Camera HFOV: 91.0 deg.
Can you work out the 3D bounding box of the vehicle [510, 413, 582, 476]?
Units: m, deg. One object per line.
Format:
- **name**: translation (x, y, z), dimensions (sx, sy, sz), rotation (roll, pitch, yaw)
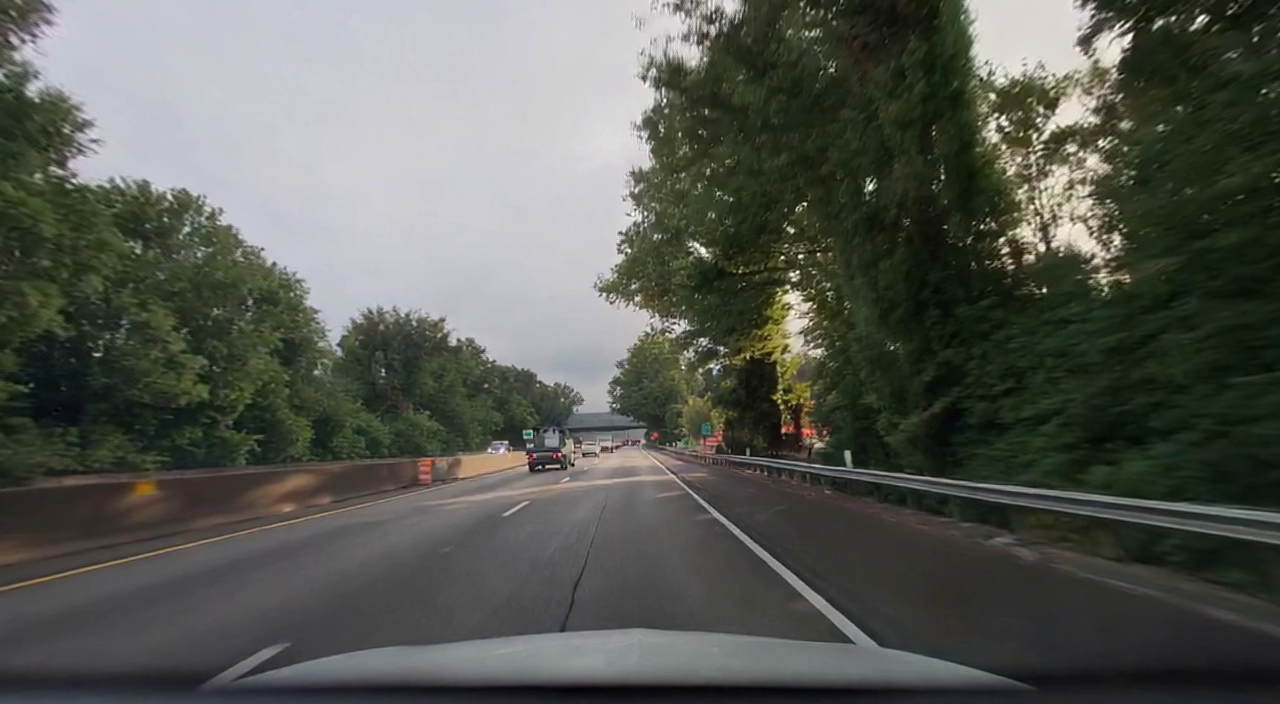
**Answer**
- **vehicle**: translation (-4.252, 4.366, 29.744), dimensions (2.484, 2.625, 5.907), rotation (0, -8, 0)
